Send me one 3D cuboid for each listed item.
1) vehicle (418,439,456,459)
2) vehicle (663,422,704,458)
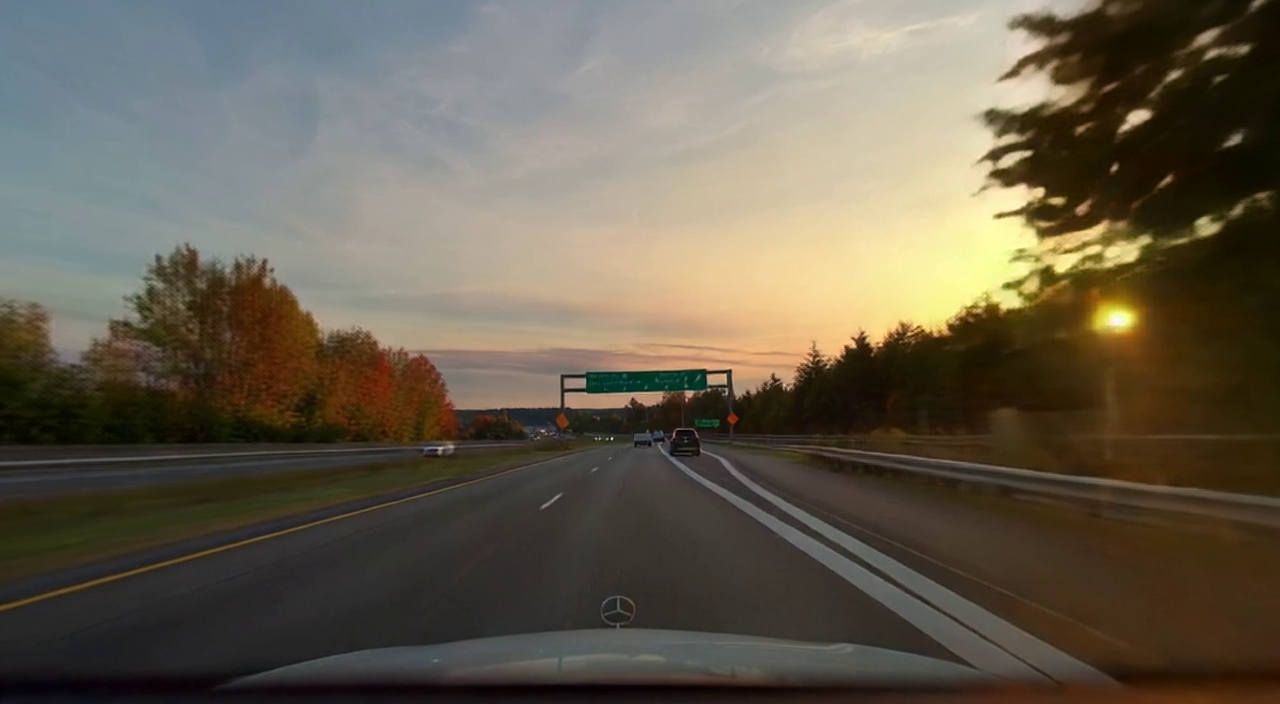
[{"bbox_3d":[-15.441,7.401,48.074,1.727,1.439,3.695,0,-8,-1],"label":"vehicle"},{"bbox_3d":[2.894,6.039,43.138,2.450,2.314,4.753,0,-8,0],"label":"vehicle"}]
